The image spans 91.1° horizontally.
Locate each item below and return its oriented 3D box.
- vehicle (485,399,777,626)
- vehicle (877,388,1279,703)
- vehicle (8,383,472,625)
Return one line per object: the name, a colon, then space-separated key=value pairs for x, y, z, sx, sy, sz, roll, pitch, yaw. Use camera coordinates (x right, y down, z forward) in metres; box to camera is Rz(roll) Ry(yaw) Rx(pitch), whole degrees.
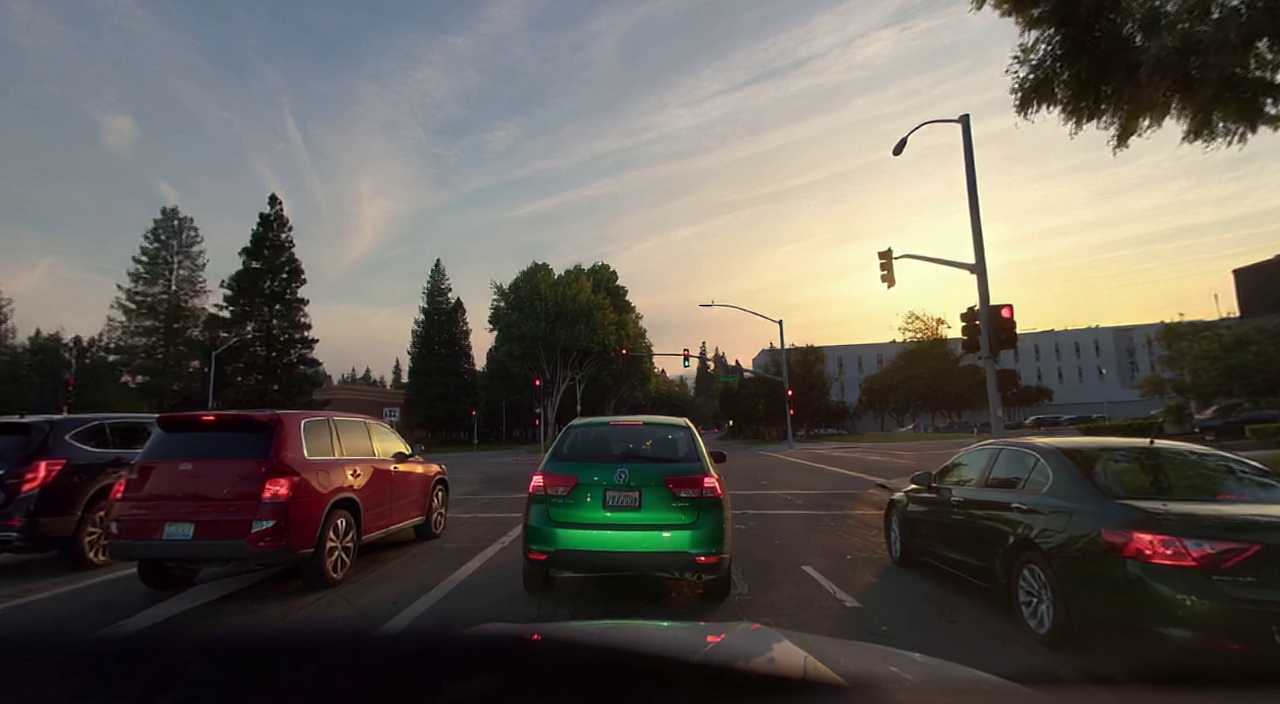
vehicle: x=-0.042 y=1.395 z=6.306 sx=2.047 sy=1.579 sz=3.642 roll=0 pitch=-8 yaw=1
vehicle: x=3.596 y=1.204 z=4.603 sx=2.010 sy=1.486 sz=4.498 roll=0 pitch=-8 yaw=1
vehicle: x=-3.548 y=1.428 z=6.858 sx=2.014 sy=1.755 sz=4.360 roll=0 pitch=-8 yaw=3
